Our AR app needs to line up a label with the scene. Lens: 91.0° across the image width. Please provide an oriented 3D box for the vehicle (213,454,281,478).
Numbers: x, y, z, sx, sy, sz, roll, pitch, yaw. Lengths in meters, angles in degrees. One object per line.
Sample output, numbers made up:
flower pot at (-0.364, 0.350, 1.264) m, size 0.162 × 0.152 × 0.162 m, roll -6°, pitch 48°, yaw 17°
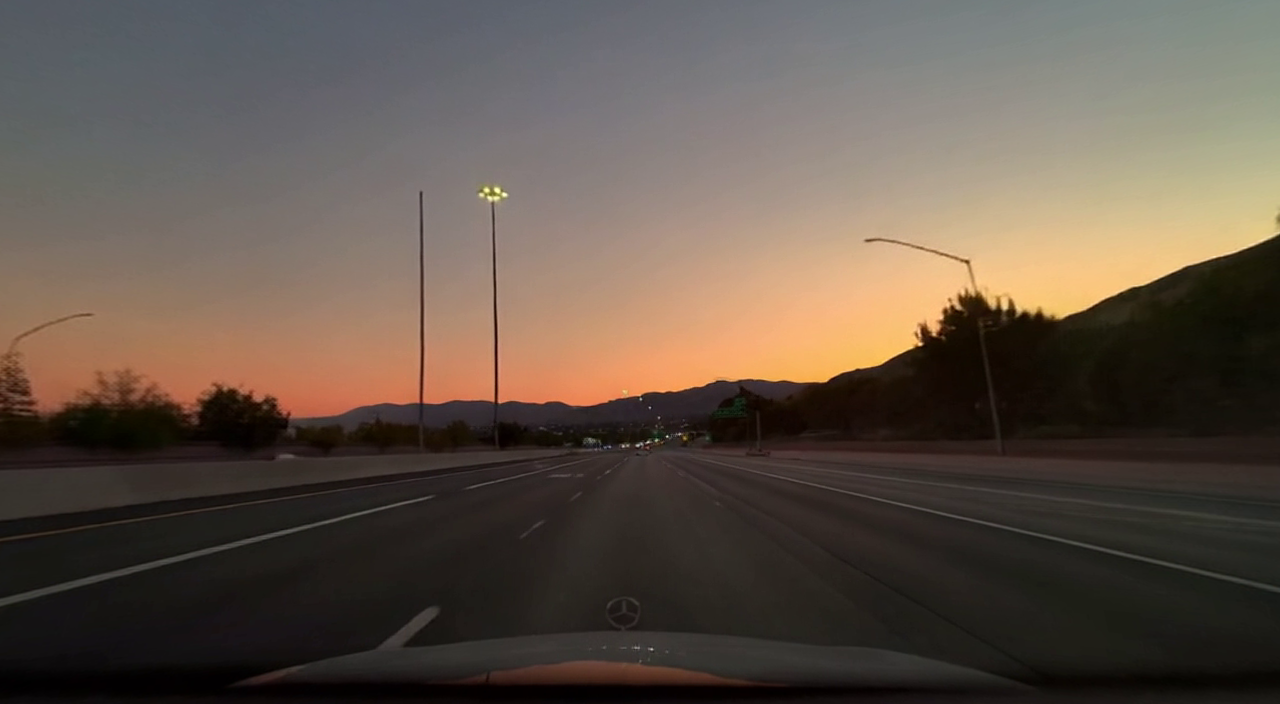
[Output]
vehicle at (-28.103, 8.162, 45.243) m, size 1.894 × 1.521 × 4.466 m, roll 0°, pitch -9°, yaw 1°
